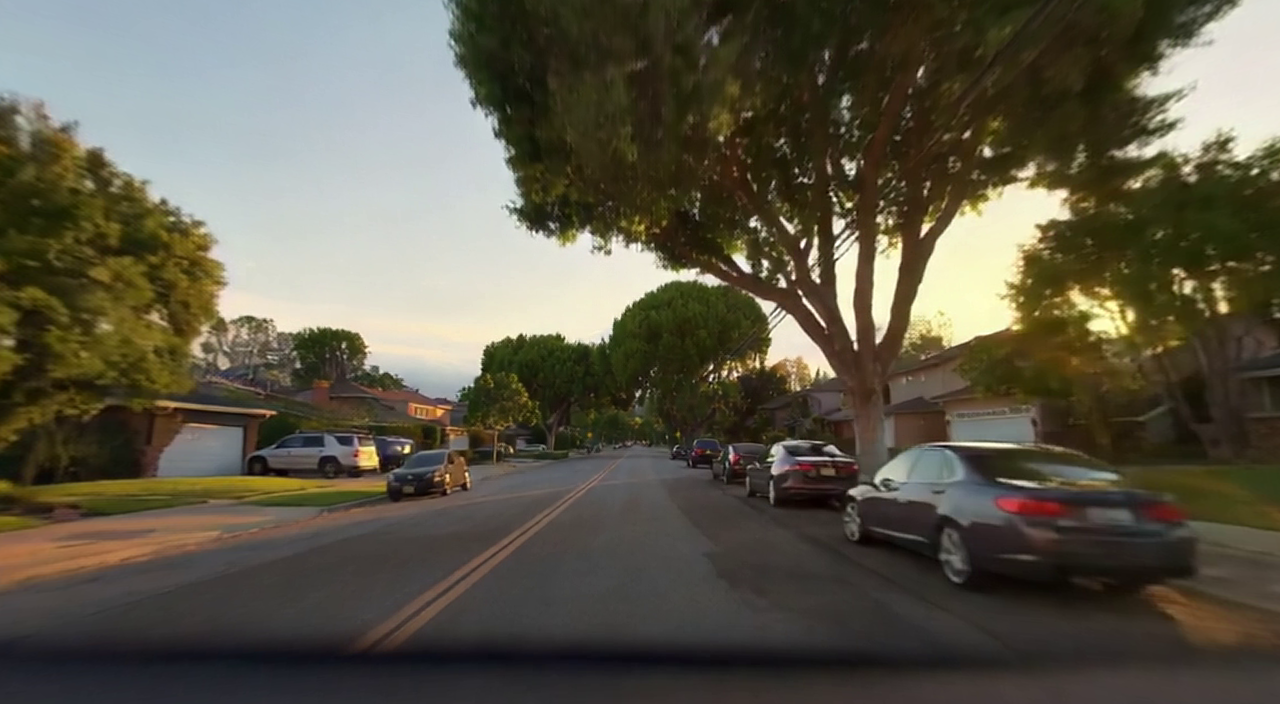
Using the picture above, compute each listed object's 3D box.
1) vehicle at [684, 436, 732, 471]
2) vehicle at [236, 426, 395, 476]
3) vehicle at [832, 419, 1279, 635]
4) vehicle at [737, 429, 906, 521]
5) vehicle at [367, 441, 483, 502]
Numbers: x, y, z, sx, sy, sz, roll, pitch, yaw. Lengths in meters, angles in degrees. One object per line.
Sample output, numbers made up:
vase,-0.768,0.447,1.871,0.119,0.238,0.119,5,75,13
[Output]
vehicle,3.697,5.607,35.073,2.039,1.780,4.884,0,-8,-1
vehicle,-14.186,4.348,27.792,5.681,2.094,2.344,0,-8,0
vehicle,3.819,1.606,6.951,1.917,1.569,4.460,0,-8,-1
vehicle,3.708,2.610,14.110,2.157,1.639,5.297,0,-8,-1
vehicle,-6.372,3.532,19.281,1.985,1.497,4.655,-2,-7,0
